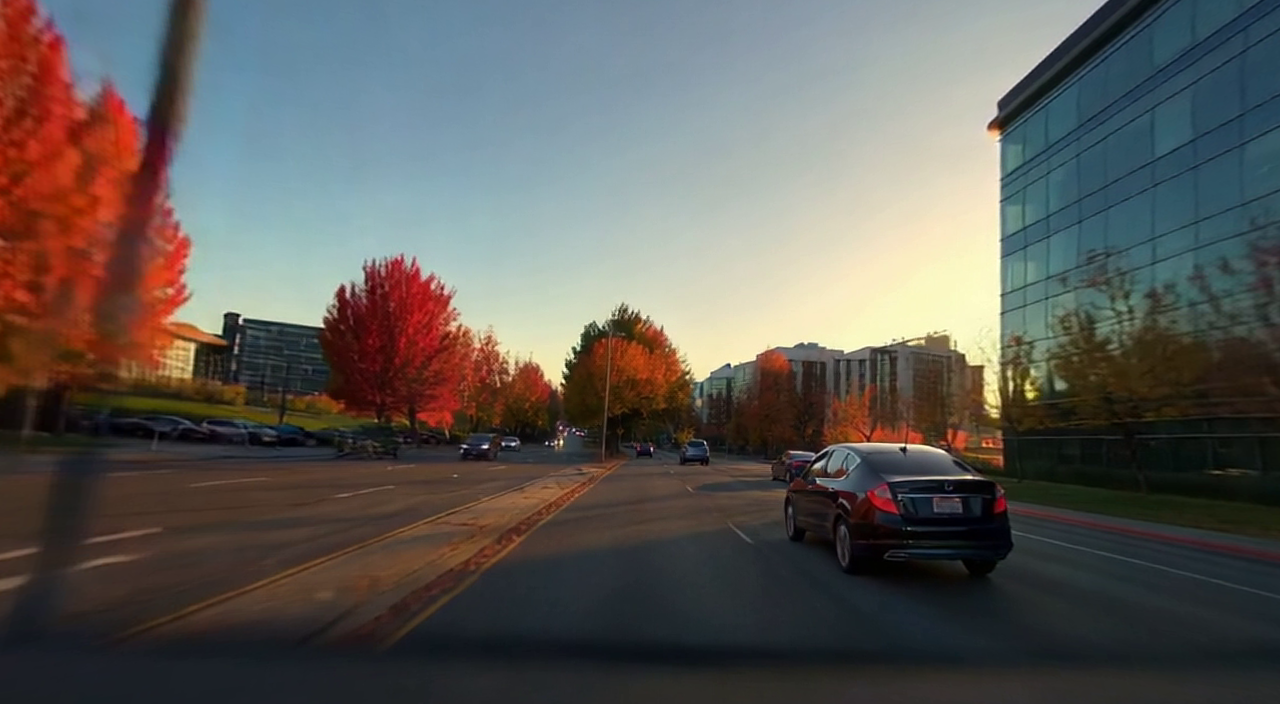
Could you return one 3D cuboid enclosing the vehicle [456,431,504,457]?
[{"bbox_3d":[-11.019,6.369,43.603,2.122,1.685,4.358,0,-8,1],"label":"vehicle"}]

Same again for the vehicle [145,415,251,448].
[{"bbox_3d":[-26.889,4.950,38.718,2.149,1.809,5.973,0,-9,0],"label":"vehicle"}]

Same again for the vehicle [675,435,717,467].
[{"bbox_3d":[3.479,6.252,39.893,2.154,1.844,4.634,0,-8,-1],"label":"vehicle"}]

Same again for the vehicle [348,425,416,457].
[{"bbox_3d":[-15.364,5.364,37.845,2.101,1.738,4.704,0,-8,0],"label":"vehicle"}]

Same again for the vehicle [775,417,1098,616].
[{"bbox_3d":[2.962,1.699,7.417,1.901,1.634,3.896,1,-8,0],"label":"vehicle"}]

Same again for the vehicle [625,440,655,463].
[{"bbox_3d":[-0.002,6.746,42.870,1.991,1.477,3.814,0,-8,0],"label":"vehicle"}]
